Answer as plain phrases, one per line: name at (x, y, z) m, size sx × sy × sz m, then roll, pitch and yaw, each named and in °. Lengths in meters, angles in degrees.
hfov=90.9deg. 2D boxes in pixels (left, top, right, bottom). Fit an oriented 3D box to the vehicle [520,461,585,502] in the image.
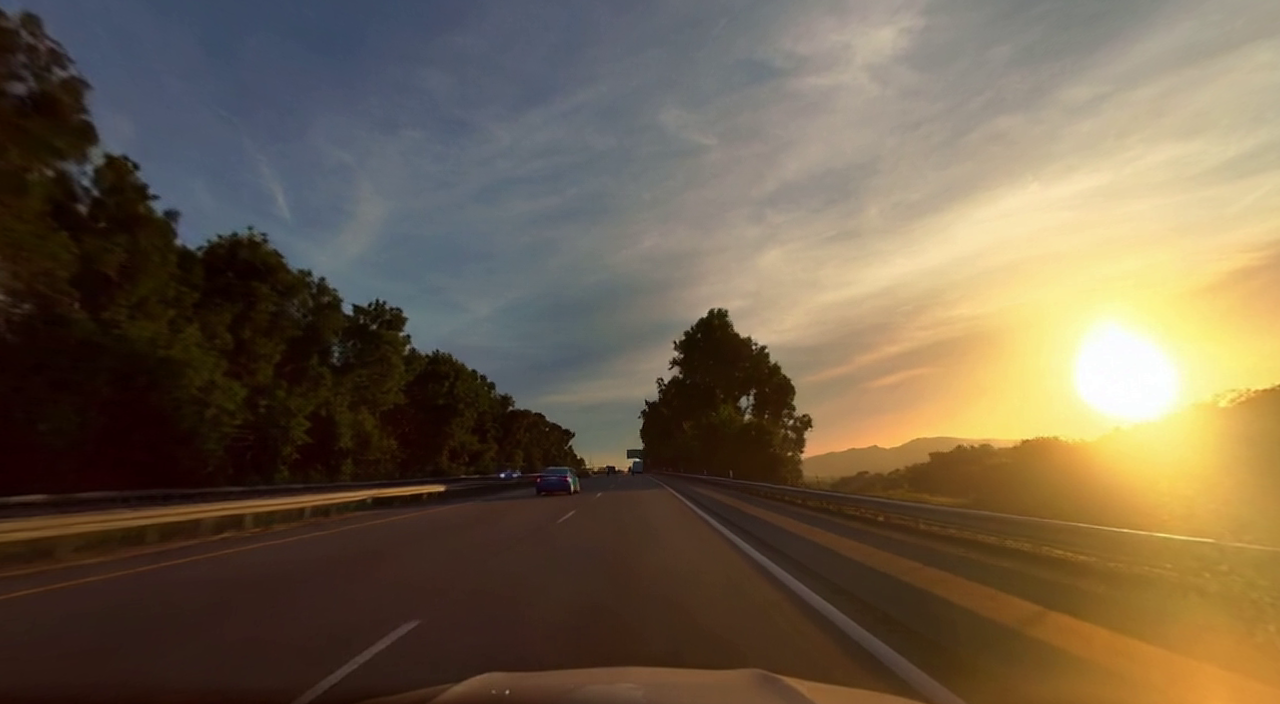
vehicle at (-3.594, 5.475, 26.874) m, size 2.006 × 1.516 × 4.820 m, roll 1°, pitch -11°, yaw 1°
